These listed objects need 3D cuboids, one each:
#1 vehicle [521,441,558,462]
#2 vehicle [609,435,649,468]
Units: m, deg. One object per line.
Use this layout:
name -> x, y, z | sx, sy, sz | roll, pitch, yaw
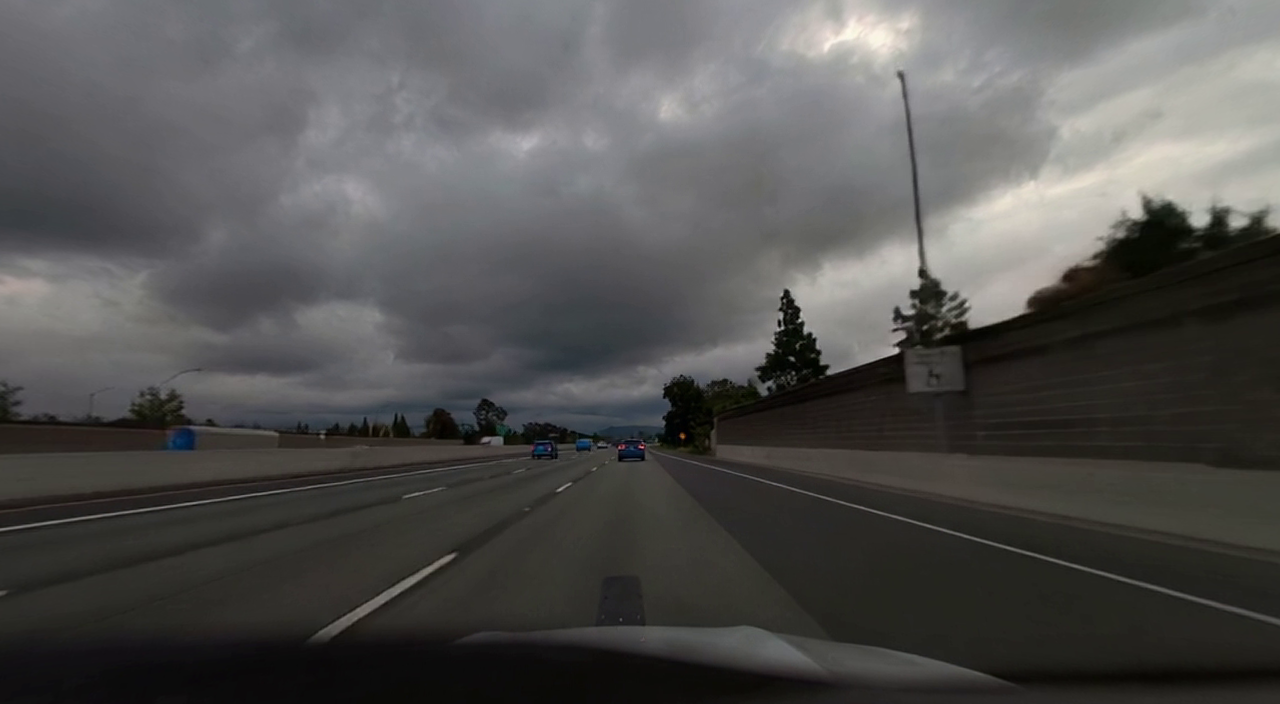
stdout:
vehicle -> -7.544, 7.543, 47.854 | 2.019, 1.523, 4.396 | 0, -9, 1
vehicle -> -0.562, 5.534, 35.141 | 2.141, 1.706, 4.065 | 0, -9, 0
